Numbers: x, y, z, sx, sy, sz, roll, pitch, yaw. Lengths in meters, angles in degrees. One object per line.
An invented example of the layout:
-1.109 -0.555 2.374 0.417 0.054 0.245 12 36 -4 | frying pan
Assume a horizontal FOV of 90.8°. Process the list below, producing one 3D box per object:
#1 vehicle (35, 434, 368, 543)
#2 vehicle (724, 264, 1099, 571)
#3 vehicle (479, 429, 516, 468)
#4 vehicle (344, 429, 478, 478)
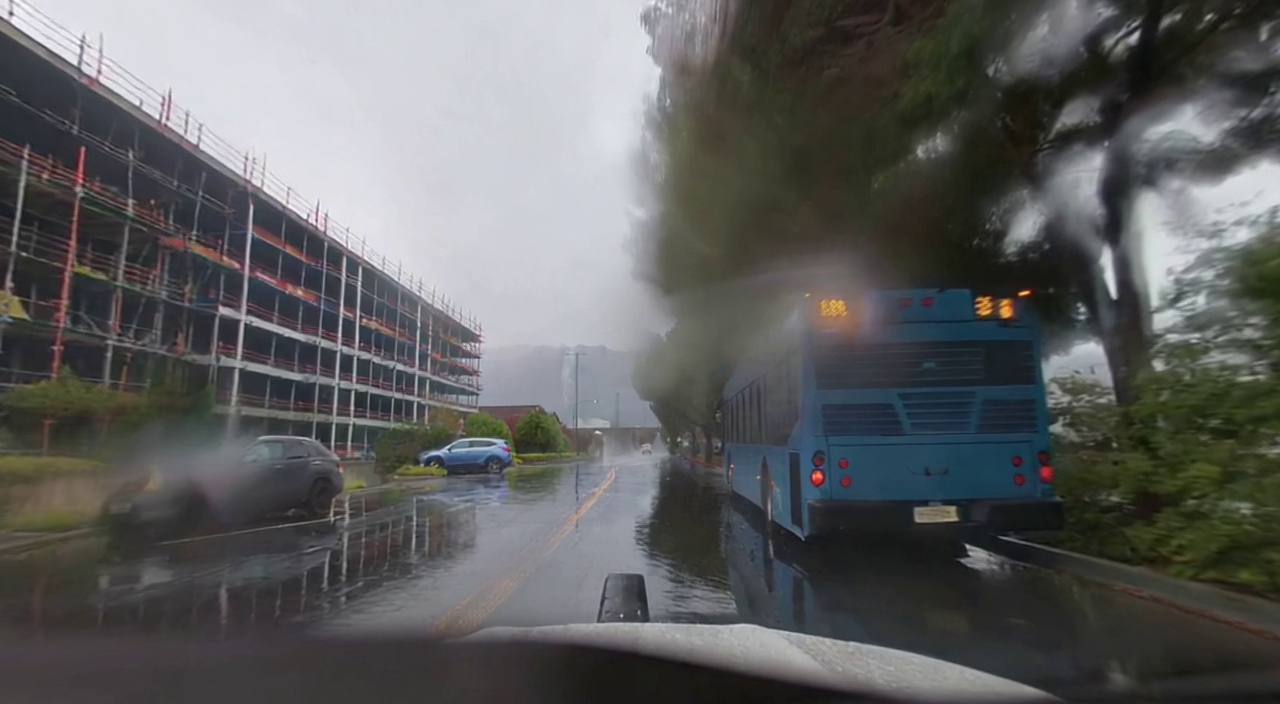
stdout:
-7.894 2.452 11.994 4.689 1.683 2.065 5 -10 -30 | vehicle
3.800 1.606 13.325 3.040 3.424 12.508 0 -9 3 | vehicle
-8.030 5.414 35.748 1.515 2.074 2.668 0 -7 -2 | vehicle
-13.566 6.102 38.065 7.067 2.785 2.980 1 -9 -9 | vehicle
